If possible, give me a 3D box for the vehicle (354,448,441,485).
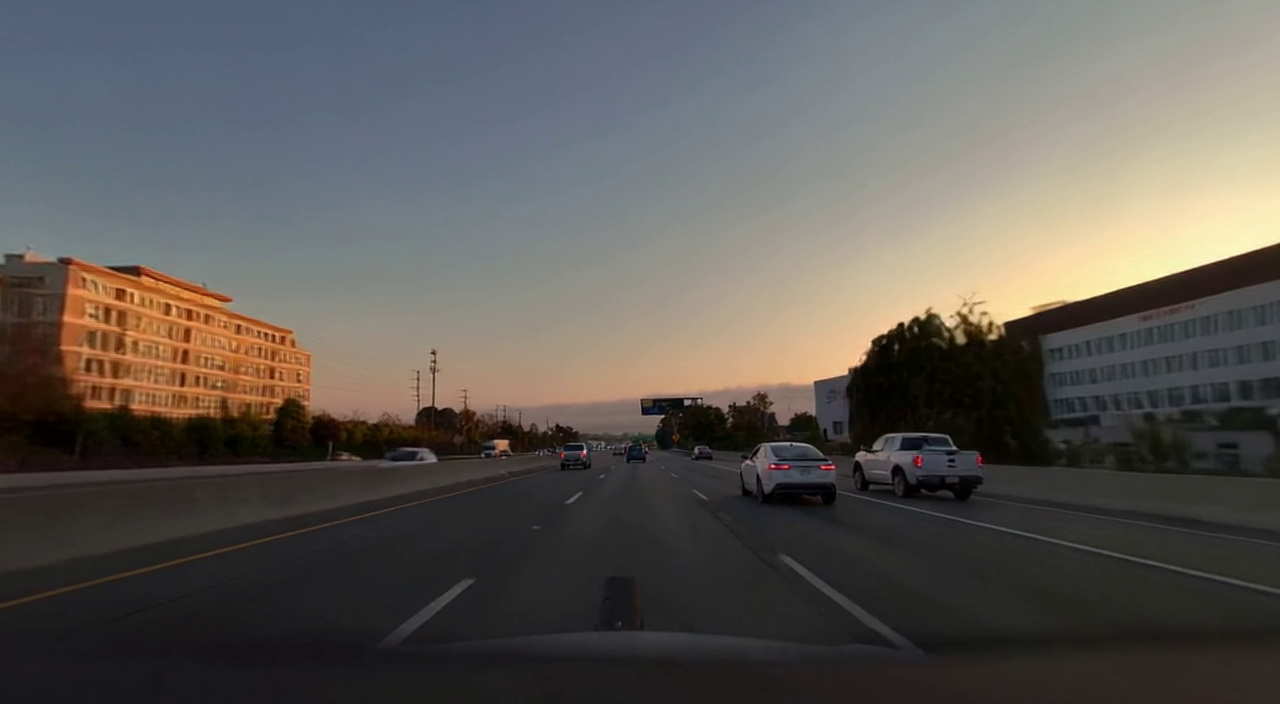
[{"bbox_3d":[-10.703,5.050,28.285,2.007,1.506,4.586,0,-9,1],"label":"vehicle"}]

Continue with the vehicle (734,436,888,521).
[{"bbox_3d":[3.444,2.647,13.756,1.987,1.509,4.512,0,-9,-1],"label":"vehicle"}]

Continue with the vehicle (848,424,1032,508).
[{"bbox_3d":[7.302,2.845,16.137,2.176,1.793,4.841,0,-9,-2],"label":"vehicle"}]

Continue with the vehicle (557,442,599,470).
[{"bbox_3d":[-3.966,6.765,41.252,2.256,1.756,4.745,0,-9,0],"label":"vehicle"}]

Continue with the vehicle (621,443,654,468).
[{"bbox_3d":[-0.198,7.313,44.627,2.191,1.685,4.015,0,-9,-1],"label":"vehicle"}]
